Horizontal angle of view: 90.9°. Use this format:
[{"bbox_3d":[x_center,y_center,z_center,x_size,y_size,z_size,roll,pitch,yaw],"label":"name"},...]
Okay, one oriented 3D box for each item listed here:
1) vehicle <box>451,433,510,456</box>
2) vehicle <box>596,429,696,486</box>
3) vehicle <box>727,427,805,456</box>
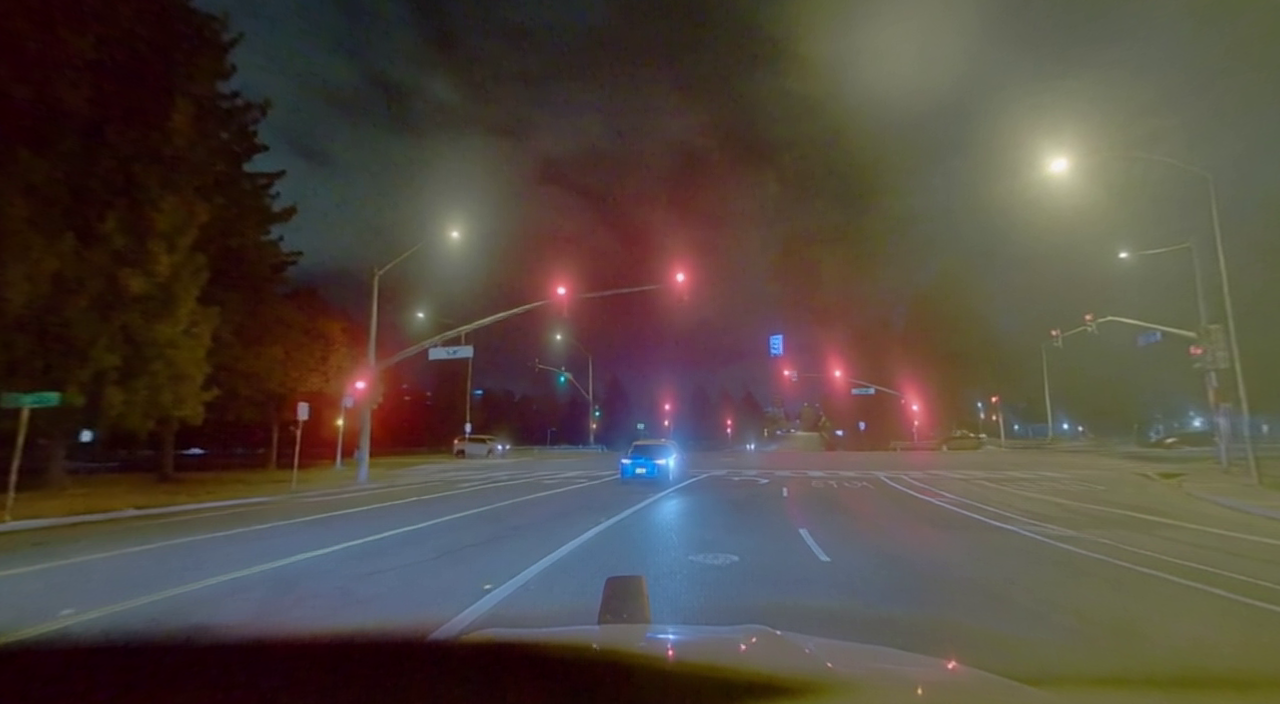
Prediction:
[{"bbox_3d":[-11.964,6.991,47.415,3.952,1.568,1.788,-4,-8,15],"label":"vehicle"},{"bbox_3d":[0.313,3.242,19.622,2.055,1.573,4.065,-2,-9,16],"label":"vehicle"},{"bbox_3d":[7.599,5.445,38.074,4.406,1.661,1.857,-3,-9,17],"label":"vehicle"}]
